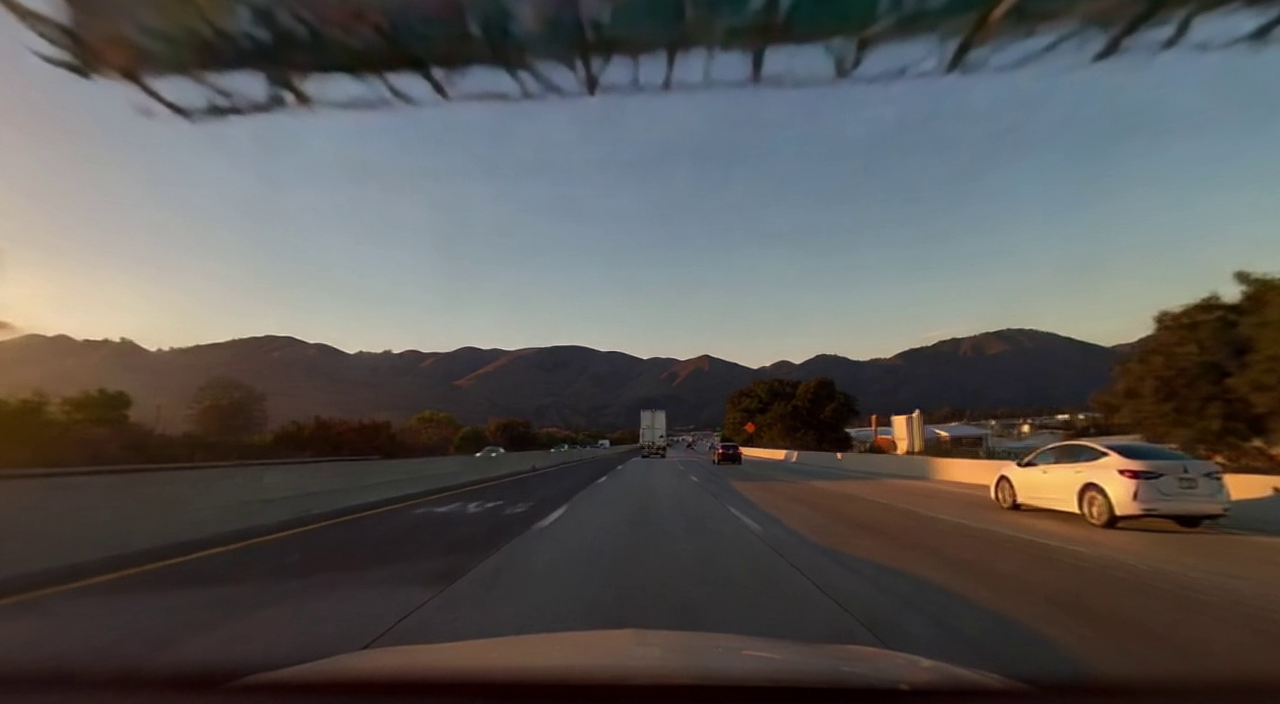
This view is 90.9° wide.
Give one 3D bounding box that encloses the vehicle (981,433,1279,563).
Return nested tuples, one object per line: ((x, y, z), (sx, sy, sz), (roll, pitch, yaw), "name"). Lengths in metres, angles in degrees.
((7.160, 1.961, 9.242), (1.982, 1.440, 4.171), (0, -8, 0), "vehicle")

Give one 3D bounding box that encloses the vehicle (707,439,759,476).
((4.310, 4.940, 29.750), (1.880, 1.624, 3.941), (0, -8, 0), "vehicle")
